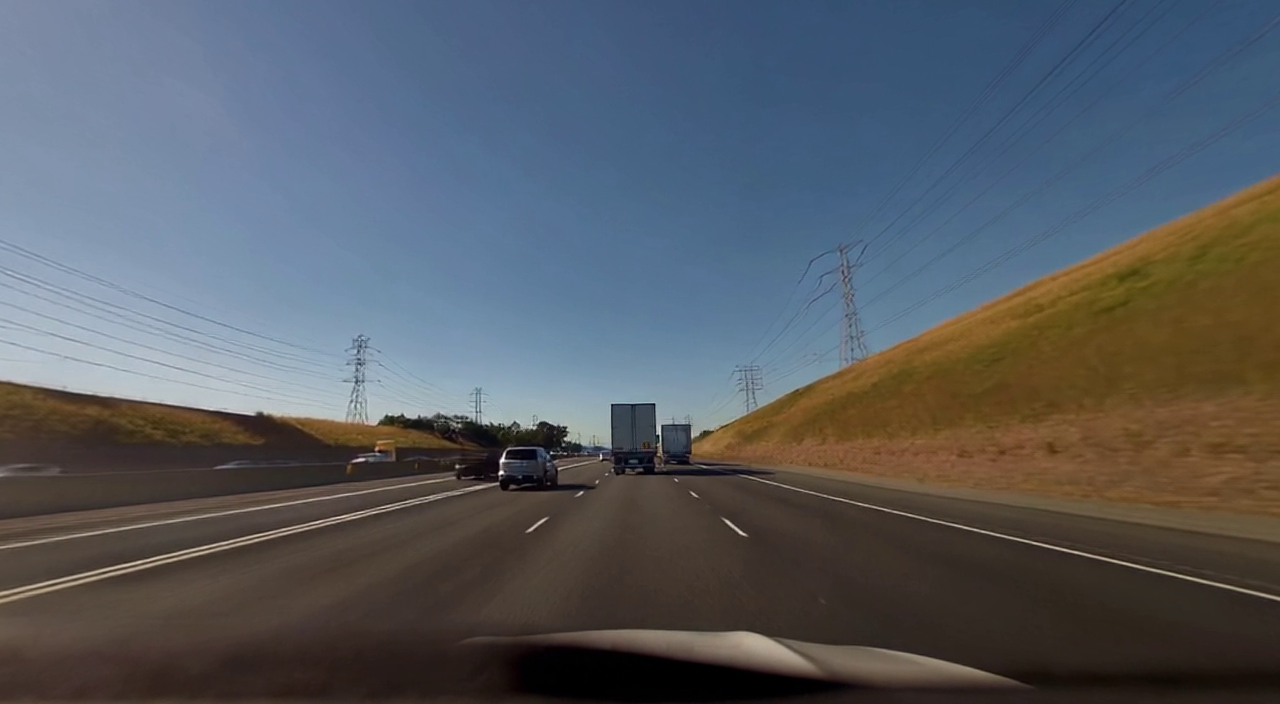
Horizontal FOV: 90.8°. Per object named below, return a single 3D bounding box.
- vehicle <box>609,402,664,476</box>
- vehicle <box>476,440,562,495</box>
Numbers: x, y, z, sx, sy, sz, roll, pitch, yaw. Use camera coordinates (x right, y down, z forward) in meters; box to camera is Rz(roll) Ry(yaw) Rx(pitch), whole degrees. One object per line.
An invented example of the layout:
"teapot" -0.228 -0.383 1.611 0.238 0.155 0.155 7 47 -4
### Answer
"vehicle" -0.207 5.630 40.148 2.985 4.025 10.982 0 -9 0
"vehicle" -4.006 3.919 21.696 2.050 1.679 4.253 0 -9 1
